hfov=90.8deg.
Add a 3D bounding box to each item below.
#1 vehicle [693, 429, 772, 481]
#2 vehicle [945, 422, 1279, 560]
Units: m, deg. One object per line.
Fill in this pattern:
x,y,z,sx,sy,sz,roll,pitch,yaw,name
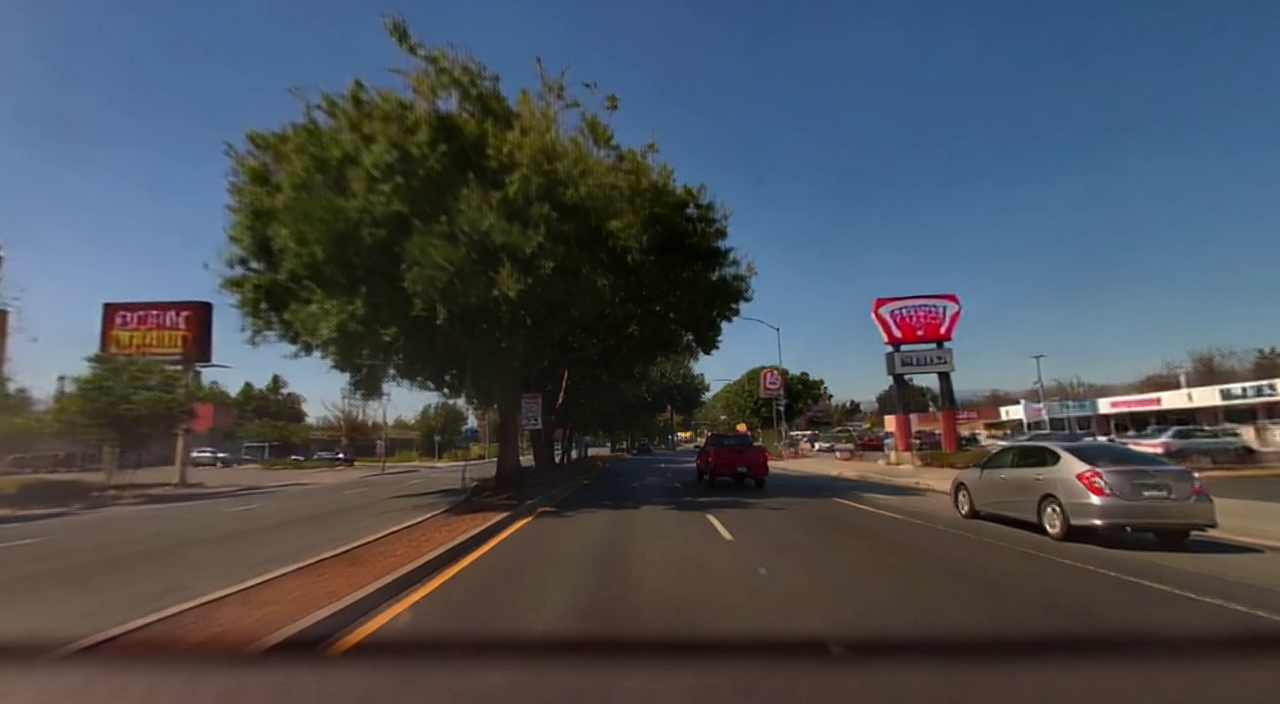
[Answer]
3.347,3.871,23.963,2.214,1.749,4.998,0,-8,0,vehicle
6.497,1.836,9.085,1.986,1.480,4.296,0,-8,-1,vehicle
